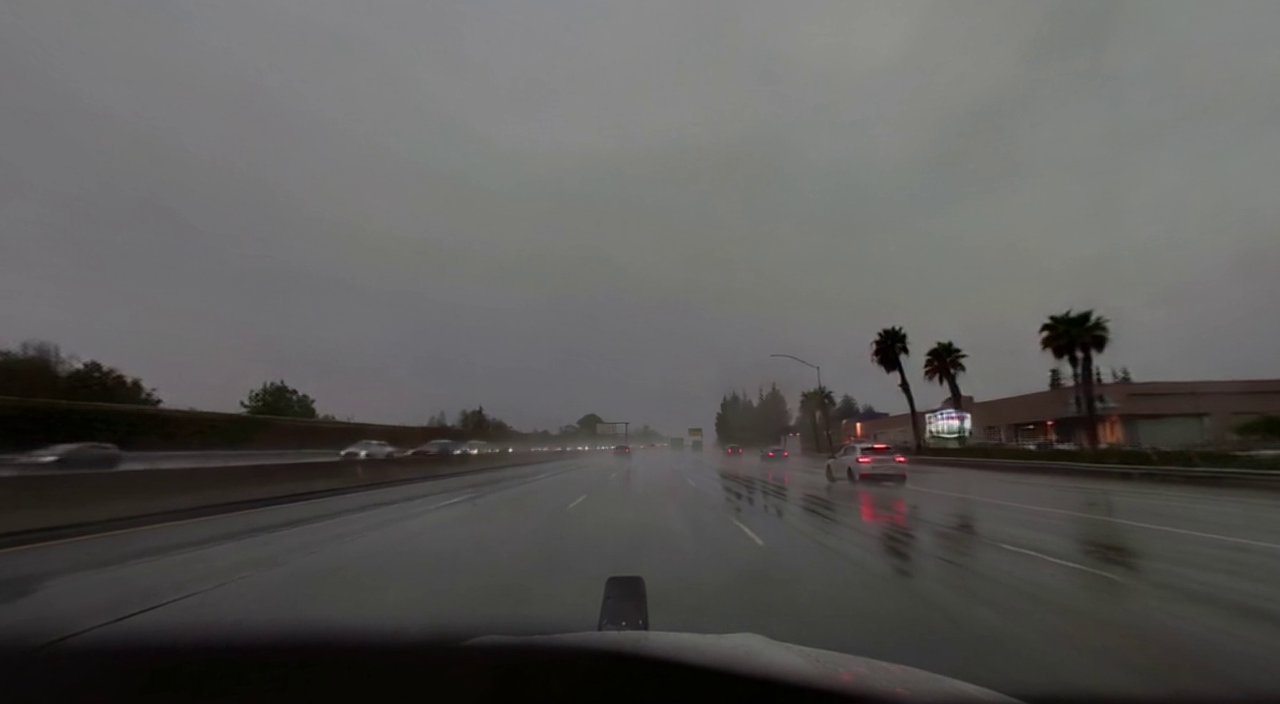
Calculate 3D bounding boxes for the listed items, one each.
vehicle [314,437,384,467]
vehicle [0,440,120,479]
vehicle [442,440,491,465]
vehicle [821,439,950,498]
[{"bbox_3d":[-18.018,6.231,39.333,1.989,1.730,4.718,0,-8,1],"label":"vehicle"},{"bbox_3d":[-25.158,4.533,26.950,1.835,1.501,4.527,0,-8,2],"label":"vehicle"},{"bbox_3d":[-11.542,6.700,42.259,1.919,1.588,4.354,-1,-8,3],"label":"vehicle"},{"bbox_3d":[7.255,3.460,19.241,2.071,1.543,4.702,0,-8,1],"label":"vehicle"}]
